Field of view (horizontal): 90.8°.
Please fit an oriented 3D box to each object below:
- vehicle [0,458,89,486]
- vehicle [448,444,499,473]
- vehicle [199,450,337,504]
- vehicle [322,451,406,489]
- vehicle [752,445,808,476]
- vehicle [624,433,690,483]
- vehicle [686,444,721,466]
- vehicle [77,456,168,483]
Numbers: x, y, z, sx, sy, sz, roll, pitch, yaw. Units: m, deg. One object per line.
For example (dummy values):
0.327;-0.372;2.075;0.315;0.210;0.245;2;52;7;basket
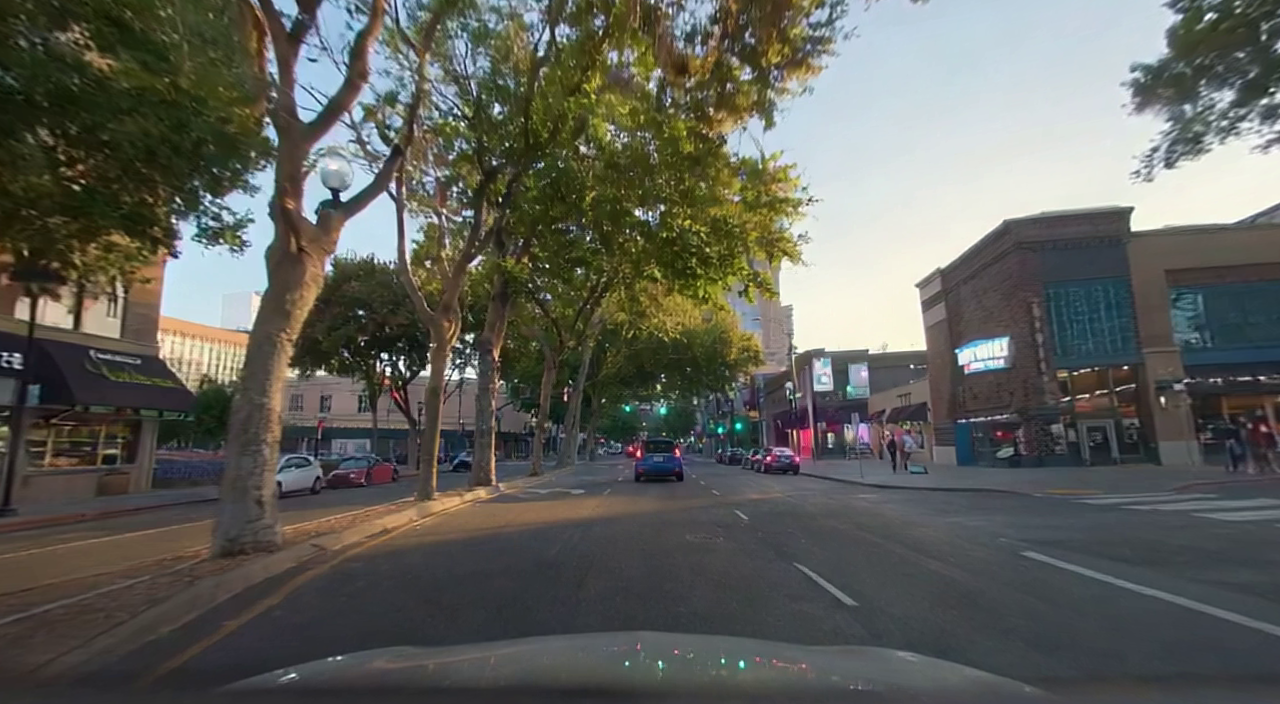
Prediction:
-39.564;7.953;42.074;1.832;1.657;4.339;0;-9;-1;vehicle
-12.416;7.989;47.576;2.197;1.985;5.183;-1;-9;3;vehicle
-13.285;4.451;22.996;2.148;1.694;4.561;0;-9;2;vehicle
-13.143;5.631;30.430;1.934;1.639;4.387;0;-9;2;vehicle
7.136;5.566;32.736;2.048;1.484;4.709;-1;-9;3;vehicle
0.672;4.175;25.131;2.382;1.796;4.610;0;-9;2;vehicle
4.605;7.515;46.302;2.209;1.478;4.138;0;-9;2;vehicle
-34.241;7.782;42.002;1.982;1.610;4.620;-3;-9;4;vehicle
